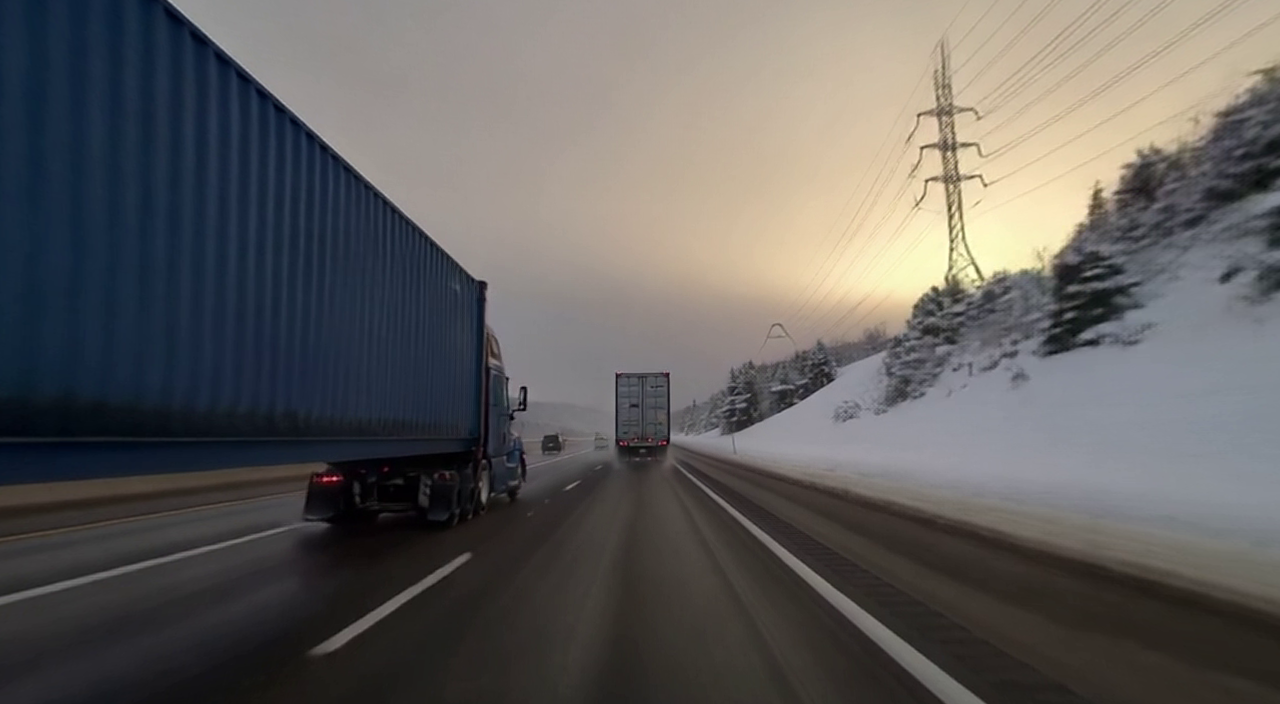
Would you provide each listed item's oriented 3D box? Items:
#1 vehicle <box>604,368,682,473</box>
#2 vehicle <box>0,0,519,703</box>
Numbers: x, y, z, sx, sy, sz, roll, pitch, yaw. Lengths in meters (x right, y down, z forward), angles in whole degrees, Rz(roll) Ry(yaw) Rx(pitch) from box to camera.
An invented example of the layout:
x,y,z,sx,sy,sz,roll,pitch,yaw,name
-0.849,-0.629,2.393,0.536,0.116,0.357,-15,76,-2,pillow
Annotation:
x,y,z,sx,sy,sz,roll,pitch,yaw,name
0.038,3.496,30.414,3.006,4.120,11.586,0,-8,-1,vehicle
-4.130,0.192,7.149,3.314,4.224,9.816,0,-8,1,vehicle
